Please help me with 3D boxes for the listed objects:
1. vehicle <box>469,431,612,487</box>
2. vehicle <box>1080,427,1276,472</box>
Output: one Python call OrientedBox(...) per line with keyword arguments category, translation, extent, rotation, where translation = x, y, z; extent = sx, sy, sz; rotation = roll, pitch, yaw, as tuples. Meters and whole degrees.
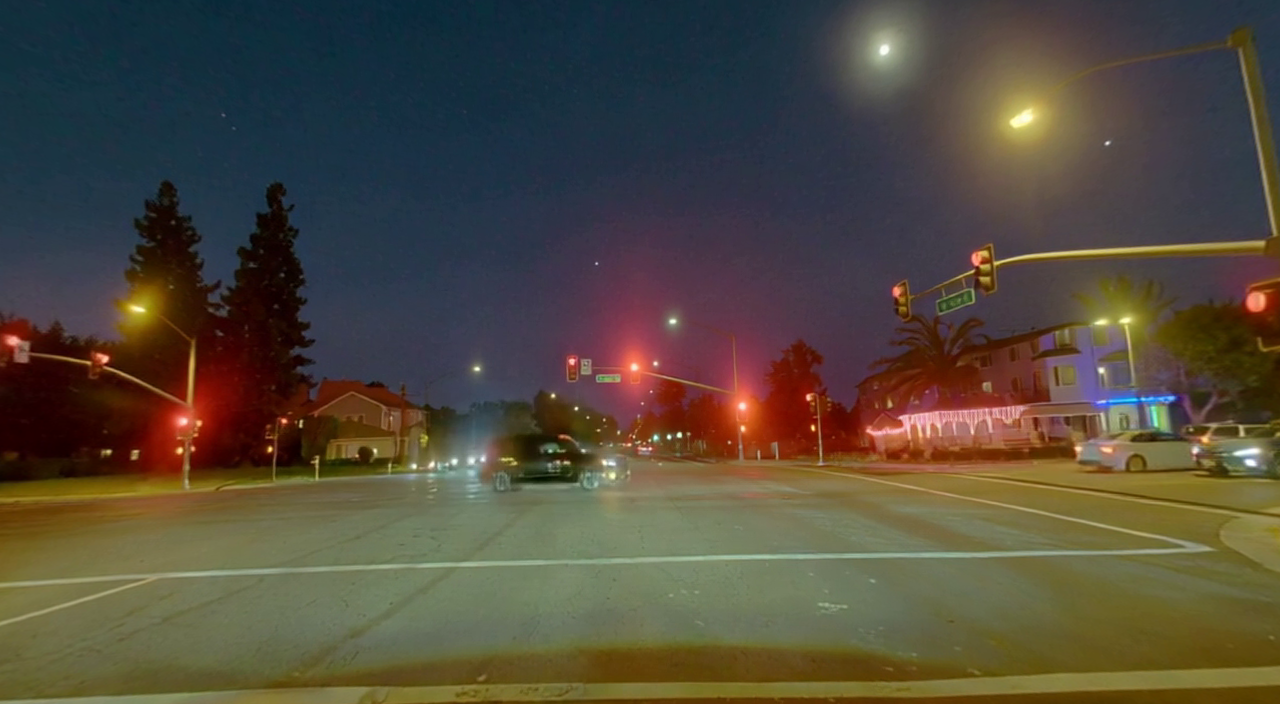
OrientedBox(category="vehicle", translation=(-3.203, 3.554, 21.103), extent=(4.431, 1.739, 1.935), rotation=(0, -9, 0))
OrientedBox(category="vehicle", translation=(18.280, 3.333, 21.659), extent=(4.823, 1.449, 2.017), rotation=(0, -9, 0))
